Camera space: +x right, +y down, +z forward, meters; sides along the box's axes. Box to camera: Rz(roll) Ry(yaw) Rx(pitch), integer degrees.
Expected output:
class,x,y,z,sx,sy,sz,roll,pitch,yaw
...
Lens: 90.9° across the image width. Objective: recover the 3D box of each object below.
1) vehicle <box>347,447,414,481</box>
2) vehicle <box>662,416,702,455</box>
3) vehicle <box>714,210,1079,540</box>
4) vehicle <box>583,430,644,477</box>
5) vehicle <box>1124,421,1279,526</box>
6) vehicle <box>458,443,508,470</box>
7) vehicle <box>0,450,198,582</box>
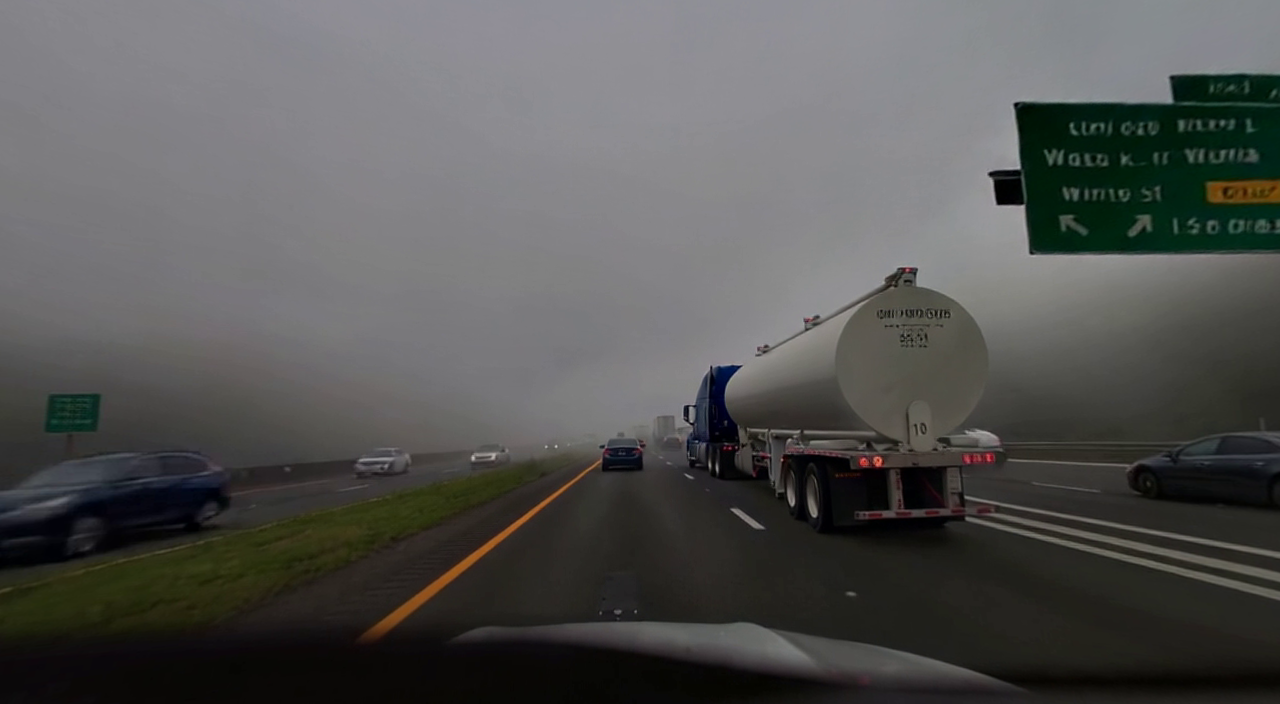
class,x,y,z,sx,sy,sz,roll,pitch,yaw
vehicle,-13.127,5.650,32.180,1.905,1.541,4.030,0,-8,-4
vehicle,3.146,6.378,48.289,2.475,2.782,4.986,0,-8,-3
vehicle,3.508,0.827,12.045,2.826,3.905,9.262,0,-8,-1
vehicle,-0.872,3.563,22.401,2.000,1.510,3.518,0,-8,0
vehicle,9.838,1.805,9.584,1.739,1.471,3.889,0,-8,-2
vehicle,-9.319,6.199,37.793,1.951,1.460,4.219,0,-8,-1
vehicle,-8.555,2.121,8.476,1.894,1.483,4.624,0,-8,-1
